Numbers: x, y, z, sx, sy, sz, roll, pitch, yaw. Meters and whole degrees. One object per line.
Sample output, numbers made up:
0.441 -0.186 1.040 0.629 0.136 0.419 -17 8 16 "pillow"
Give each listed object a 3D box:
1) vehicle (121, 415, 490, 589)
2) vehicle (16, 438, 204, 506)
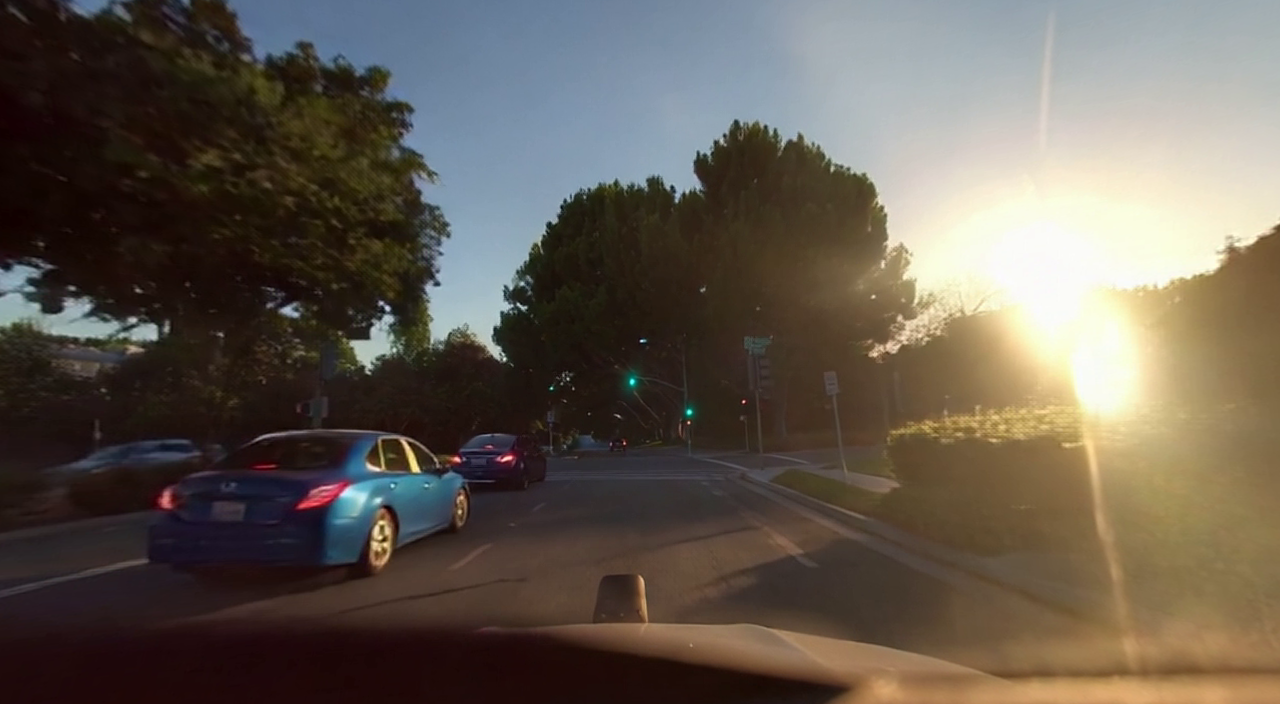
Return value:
-3.466 1.650 7.883 2.038 1.486 4.678 0 -8 0 "vehicle"
-13.958 3.136 16.995 1.804 1.578 3.876 0 -8 -4 "vehicle"
